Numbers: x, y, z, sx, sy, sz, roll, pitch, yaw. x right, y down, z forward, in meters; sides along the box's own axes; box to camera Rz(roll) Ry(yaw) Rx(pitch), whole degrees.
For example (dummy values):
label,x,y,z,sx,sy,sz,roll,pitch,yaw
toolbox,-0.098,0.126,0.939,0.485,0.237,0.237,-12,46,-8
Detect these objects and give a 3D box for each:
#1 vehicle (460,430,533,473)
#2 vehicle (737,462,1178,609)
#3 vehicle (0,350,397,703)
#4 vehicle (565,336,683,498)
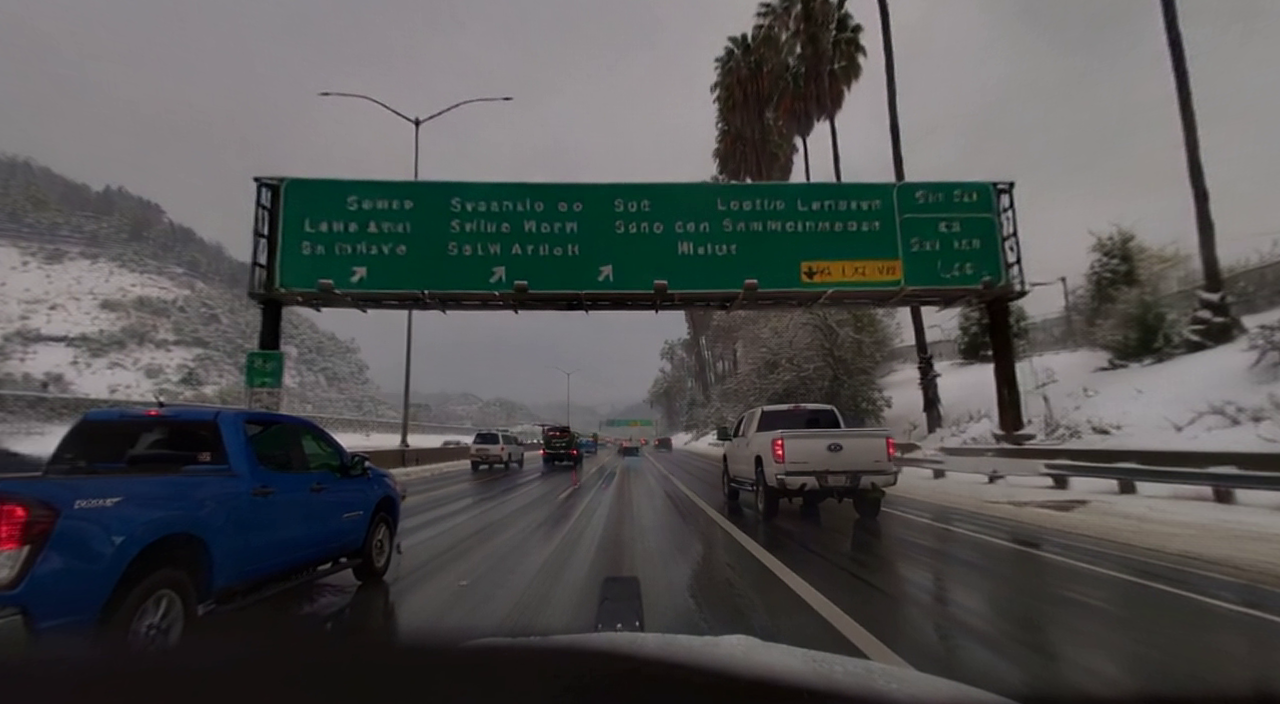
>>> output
label,x,y,z,sx,sy,sz,roll,pitch,yaw
vehicle,-7.106,5.002,31.961,2.344,1.954,5.579,0,-9,0
vehicle,3.028,1.984,7.966,2.635,1.036,5.568,0,-9,-1
vehicle,-3.232,1.074,3.826,1.885,1.654,4.103,0,-9,0
vehicle,-0.352,2.410,21.183,2.906,4.040,10.743,0,-9,1
